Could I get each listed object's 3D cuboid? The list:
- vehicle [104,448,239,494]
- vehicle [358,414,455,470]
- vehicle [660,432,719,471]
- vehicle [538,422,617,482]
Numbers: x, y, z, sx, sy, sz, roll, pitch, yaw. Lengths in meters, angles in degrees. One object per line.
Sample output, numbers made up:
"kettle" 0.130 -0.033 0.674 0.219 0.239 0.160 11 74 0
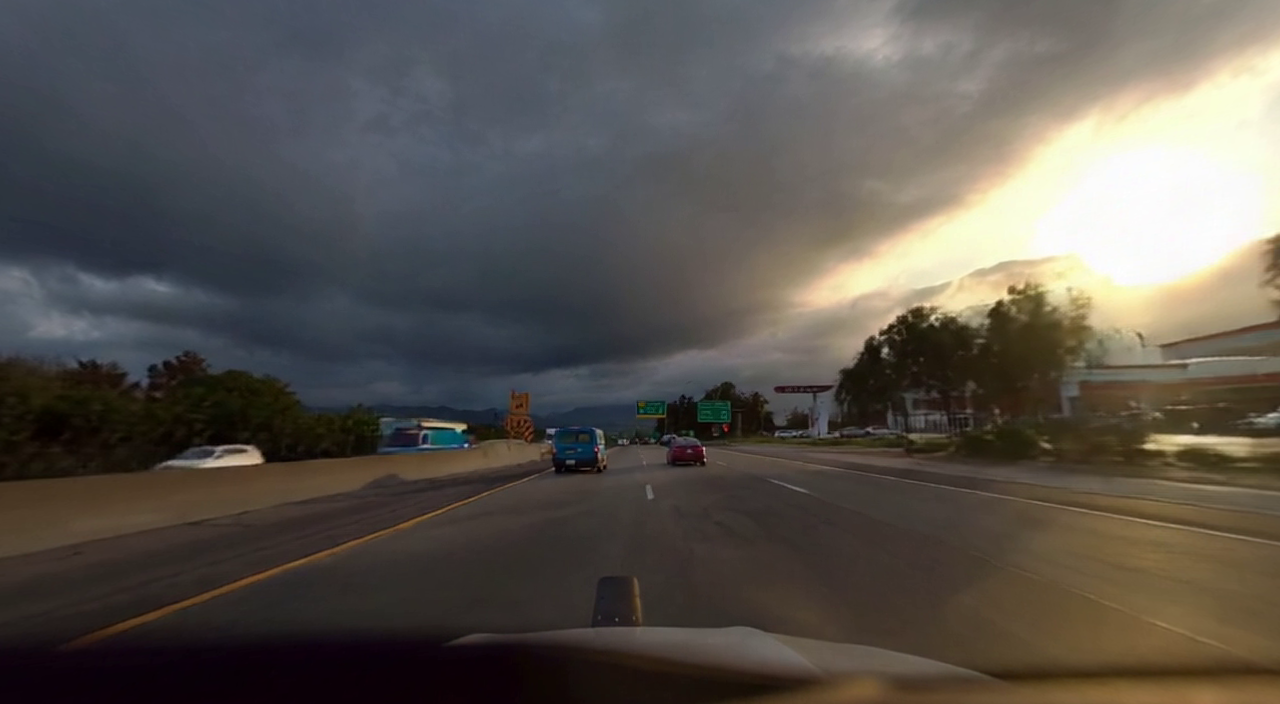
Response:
"vehicle" -17.374 4.410 23.661 1.857 1.465 4.112 0 -8 1
"vehicle" -13.610 5.292 37.431 2.886 2.972 7.198 0 -8 1
"vehicle" 2.093 4.362 27.939 2.151 1.550 4.694 0 -8 -1
"vehicle" -1.884 3.178 20.452 2.061 1.732 4.457 0 -8 1
